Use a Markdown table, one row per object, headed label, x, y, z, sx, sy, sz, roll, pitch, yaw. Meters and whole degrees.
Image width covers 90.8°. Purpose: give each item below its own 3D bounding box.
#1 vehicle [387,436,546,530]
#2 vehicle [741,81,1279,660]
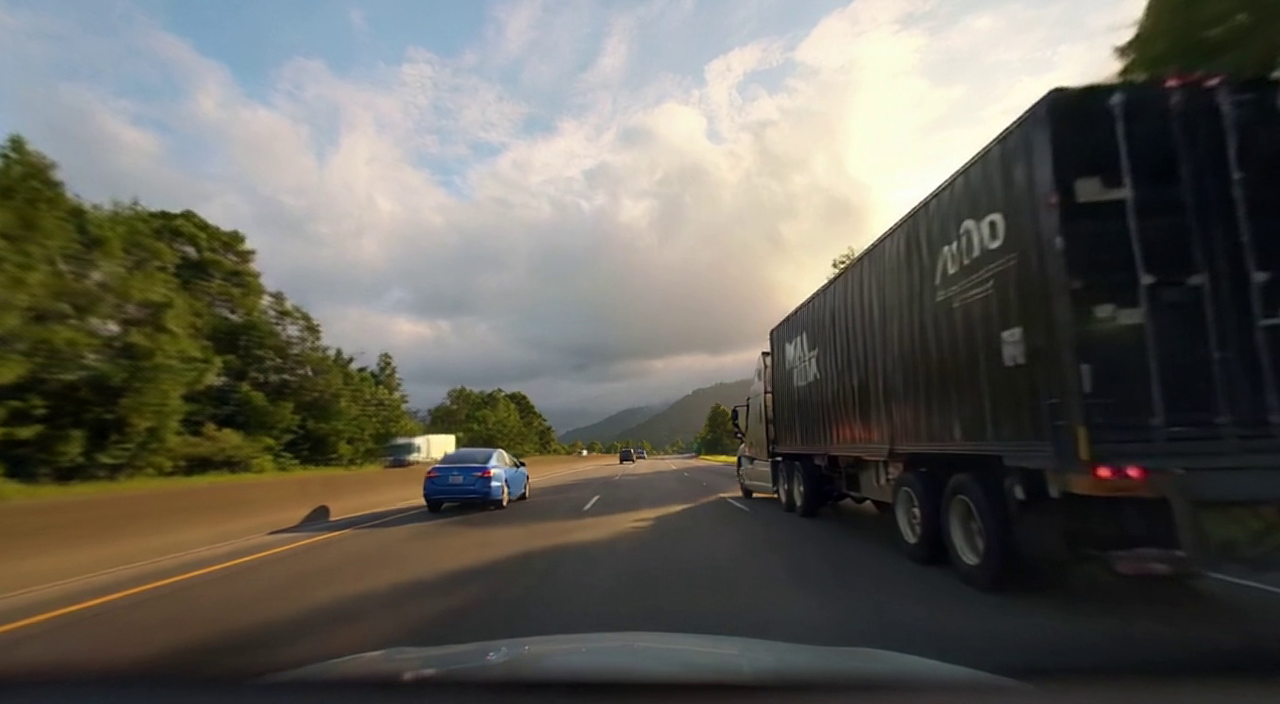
| label | x | y | z | sx | sy | sz | roll | pitch | yaw |
| --- | --- | --- | --- | --- | --- | --- | --- | --- | --- |
| vehicle | -3.208 | 2.504 | 12.704 | 1.945 | 1.537 | 4.294 | 0 | -9 | 1 |
| vehicle | 4.454 | 1.034 | 11.255 | 2.832 | 4.034 | 13.924 | 0 | -9 | -1 |
